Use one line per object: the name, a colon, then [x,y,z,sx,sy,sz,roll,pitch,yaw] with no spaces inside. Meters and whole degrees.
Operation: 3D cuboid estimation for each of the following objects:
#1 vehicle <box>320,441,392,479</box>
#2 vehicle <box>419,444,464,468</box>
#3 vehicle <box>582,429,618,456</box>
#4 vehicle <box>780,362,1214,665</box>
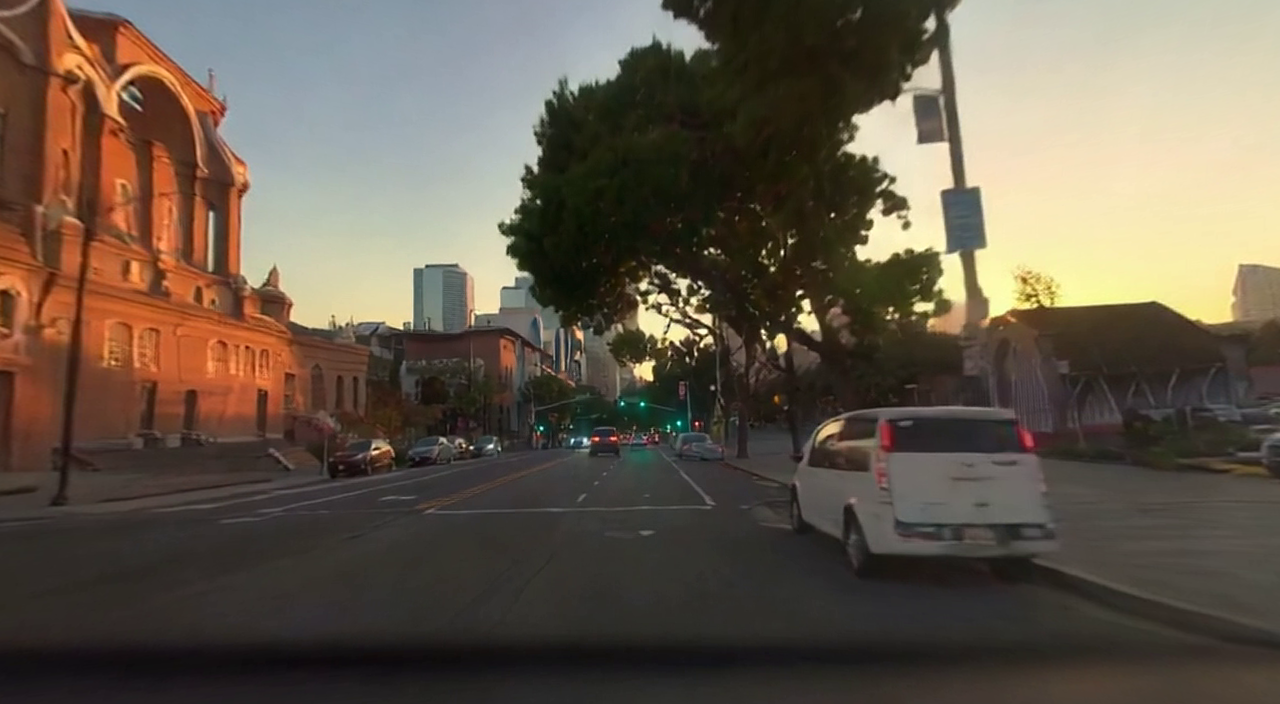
vehicle: [-15.033,5.724,33.760,1.978,1.819,4.477,-2,-9,-3]
vehicle: [-15.282,7.984,48.928,2.076,1.672,4.499,-2,-8,0]
vehicle: [-2.914,6.766,47.380,2.293,1.936,4.737,0,-8,1]
vehicle: [3.086,1.456,7.058,2.074,2.041,5.045,2,-8,2]
